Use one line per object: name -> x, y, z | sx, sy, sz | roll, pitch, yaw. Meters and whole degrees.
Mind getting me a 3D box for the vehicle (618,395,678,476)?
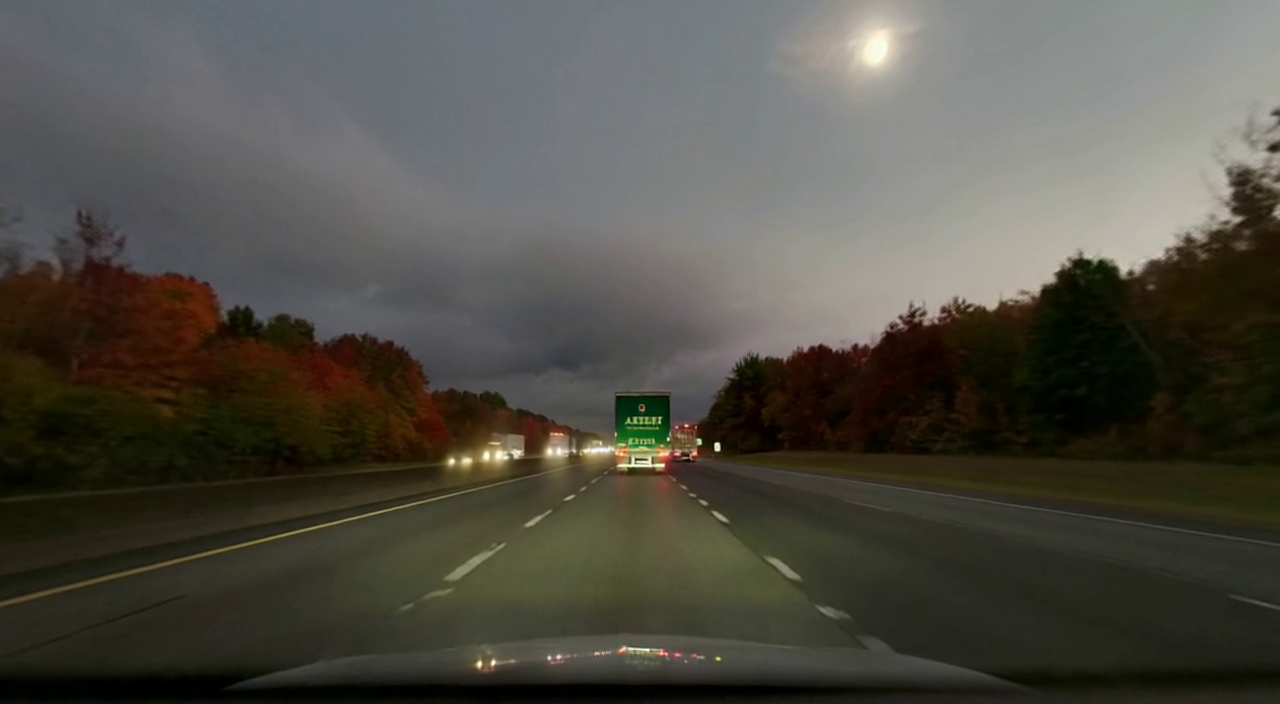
vehicle -> 0.390, 5.032, 37.229 | 3.057, 4.073, 10.792 | 0, -9, 0
